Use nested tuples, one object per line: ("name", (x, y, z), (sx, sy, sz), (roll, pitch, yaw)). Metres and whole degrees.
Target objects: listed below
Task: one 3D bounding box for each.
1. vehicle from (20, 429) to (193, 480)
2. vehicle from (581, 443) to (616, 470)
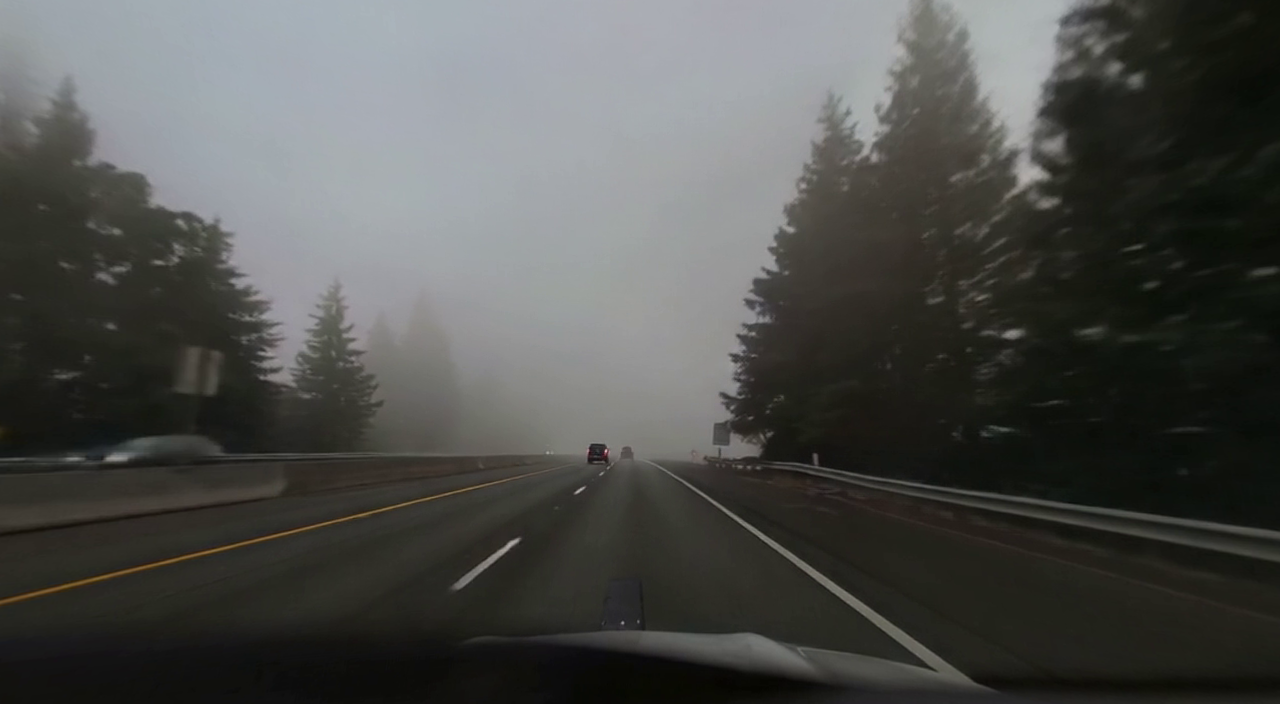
("vehicle", (-16.578, 3.236, 19.902), (1.930, 1.422, 3.999), (0, -9, 0))
("vehicle", (-2.865, 7.373, 44.458), (2.135, 1.755, 4.476), (0, -9, 0))
